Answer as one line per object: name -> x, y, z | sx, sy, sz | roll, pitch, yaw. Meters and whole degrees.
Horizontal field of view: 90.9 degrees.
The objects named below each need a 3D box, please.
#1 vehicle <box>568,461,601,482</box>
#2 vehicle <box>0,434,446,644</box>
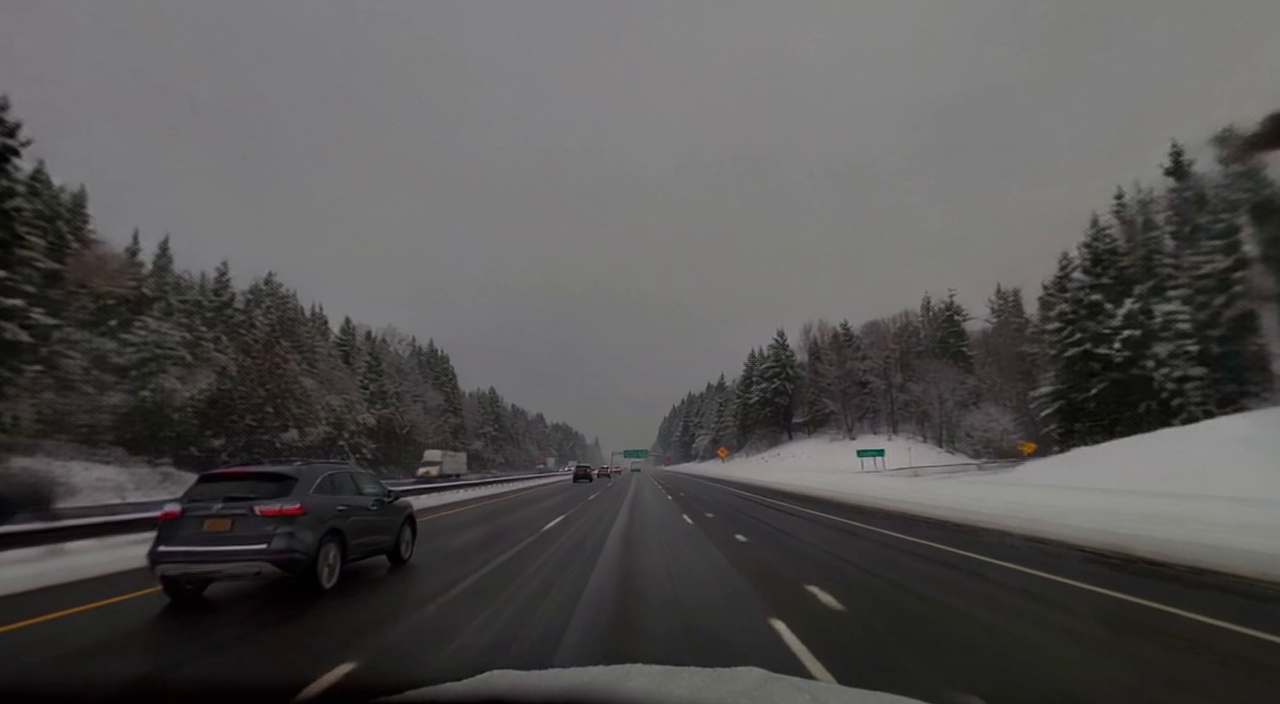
vehicle -> -4.208, 9.171, 48.228 | 2.126, 1.488, 4.186 | 1, -11, -1
vehicle -> -3.808, 1.734, 6.738 | 1.998, 1.427, 4.462 | 1, -11, 0
